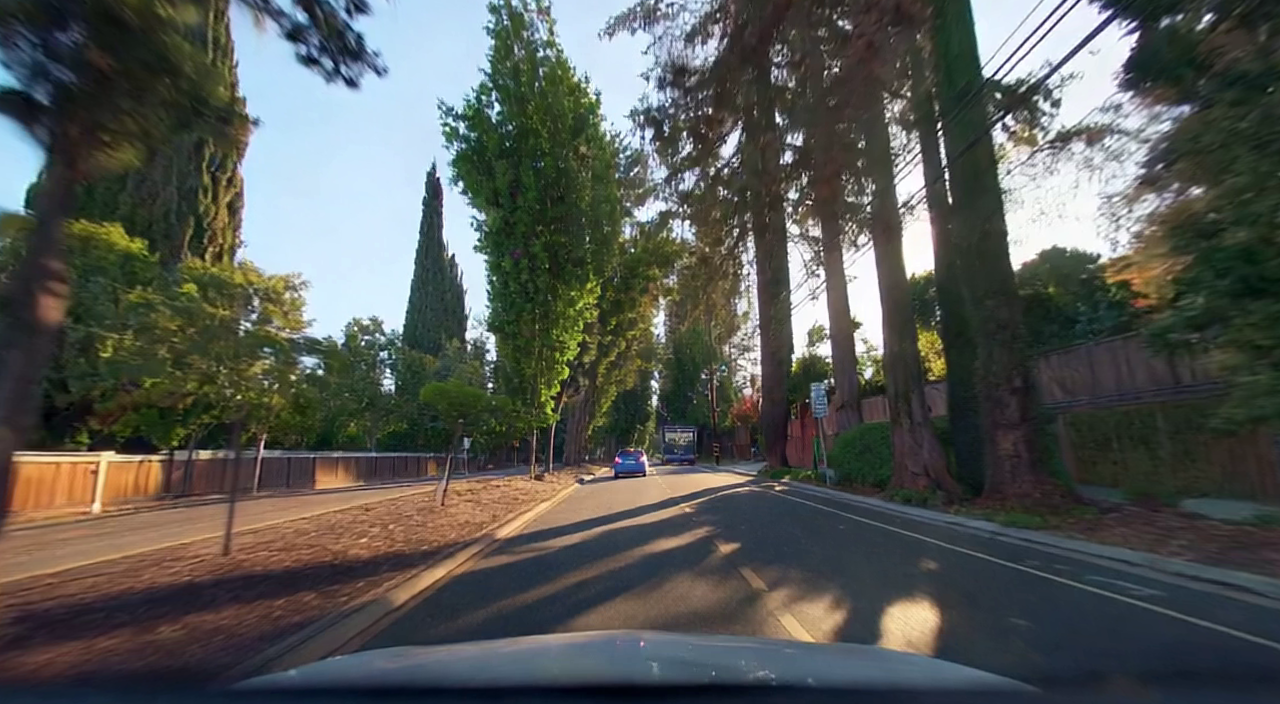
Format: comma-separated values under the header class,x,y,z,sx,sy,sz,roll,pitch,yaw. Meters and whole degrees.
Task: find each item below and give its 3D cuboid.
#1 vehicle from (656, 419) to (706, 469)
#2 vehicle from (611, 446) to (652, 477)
class,x,y,z,sx,sy,sz,roll,pitch,yaw
vehicle,2.912,7.097,48.595,2.789,3.285,12.428,0,-8,-1
vehicle,-0.437,5.660,33.001,2.018,1.511,3.993,0,-8,0
